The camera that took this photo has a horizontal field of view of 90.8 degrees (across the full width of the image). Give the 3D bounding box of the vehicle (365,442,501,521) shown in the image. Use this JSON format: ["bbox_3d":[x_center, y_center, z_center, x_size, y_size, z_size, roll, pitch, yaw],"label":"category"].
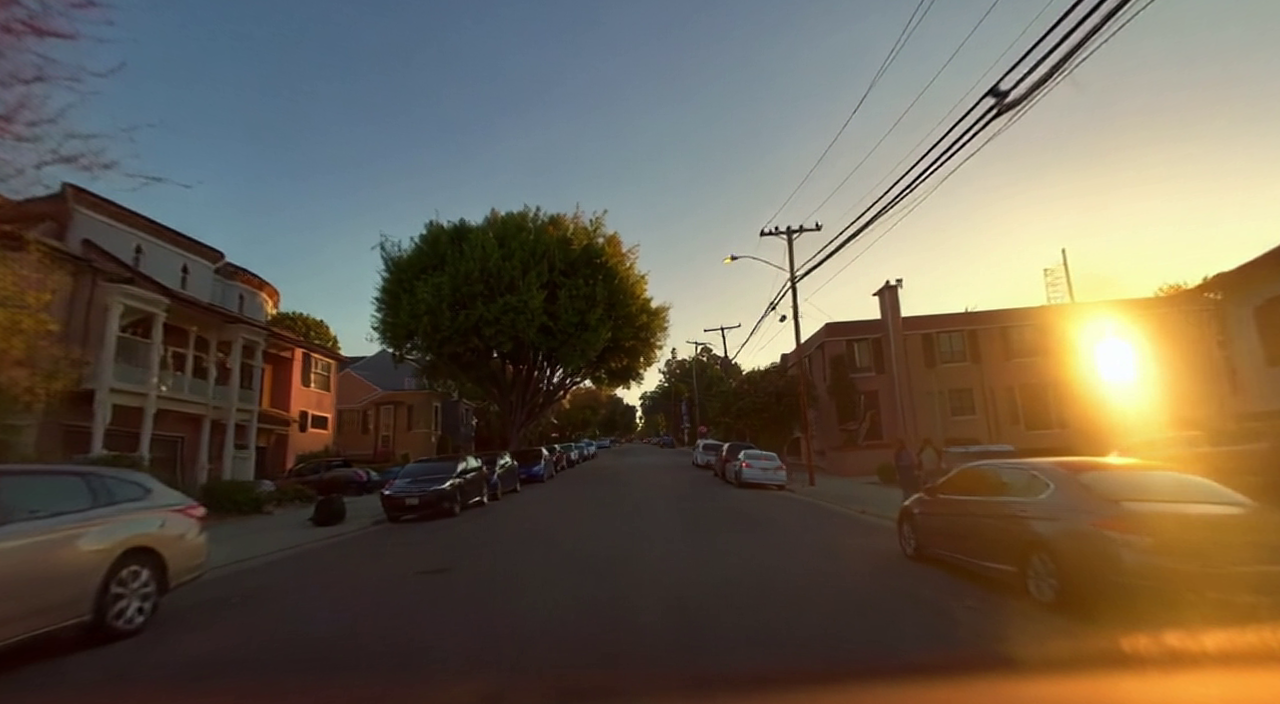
[{"bbox_3d":[-5.083,3.201,16.249,2.032,1.716,4.382,0,-8,0],"label":"vehicle"}]

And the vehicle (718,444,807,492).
[{"bbox_3d":[4.253,4.097,22.764,2.174,1.504,4.809,0,-8,-1],"label":"vehicle"}]

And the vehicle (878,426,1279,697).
[{"bbox_3d":[4.212,1.581,6.075,2.057,1.511,4.858,1,-9,1],"label":"vehicle"}]

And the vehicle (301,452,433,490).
[{"bbox_3d":[-11.611,5.074,27.133,4.754,1.511,2.008,0,-8,-2],"label":"vehicle"}]

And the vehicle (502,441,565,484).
[{"bbox_3d":[-5.295,5.538,32.158,2.184,1.958,5.757,0,-8,0],"label":"vehicle"}]

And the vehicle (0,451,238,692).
[{"bbox_3d":[-5.143,1.417,4.043,2.109,1.501,4.522,0,-8,1],"label":"vehicle"}]
